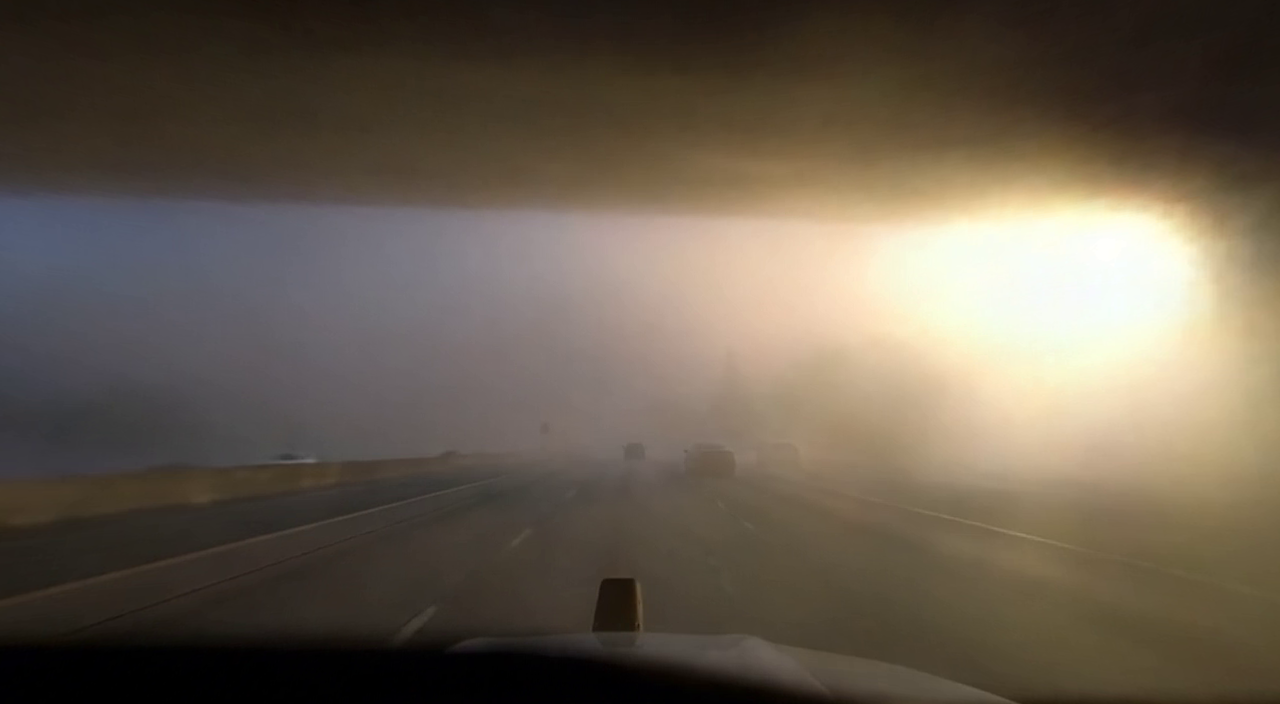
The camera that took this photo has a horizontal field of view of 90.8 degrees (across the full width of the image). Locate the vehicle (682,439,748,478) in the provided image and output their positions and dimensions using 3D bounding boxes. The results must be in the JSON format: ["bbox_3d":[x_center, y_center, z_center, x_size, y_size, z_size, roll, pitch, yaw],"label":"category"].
[{"bbox_3d":[3.042,4.434,26.548,2.076,1.472,4.562,0,-8,-2],"label":"vehicle"}]

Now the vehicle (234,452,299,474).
[{"bbox_3d":[-26.786,7.940,45.514,1.882,1.470,4.599,0,-9,0],"label":"vehicle"}]

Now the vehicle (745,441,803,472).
[{"bbox_3d":[6.991,5.479,33.420,1.946,1.497,4.467,0,-8,-2],"label":"vehicle"}]

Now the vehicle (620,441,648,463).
[{"bbox_3d":[-0.491,7.544,47.872,2.029,1.595,4.207,0,-8,-1],"label":"vehicle"}]
